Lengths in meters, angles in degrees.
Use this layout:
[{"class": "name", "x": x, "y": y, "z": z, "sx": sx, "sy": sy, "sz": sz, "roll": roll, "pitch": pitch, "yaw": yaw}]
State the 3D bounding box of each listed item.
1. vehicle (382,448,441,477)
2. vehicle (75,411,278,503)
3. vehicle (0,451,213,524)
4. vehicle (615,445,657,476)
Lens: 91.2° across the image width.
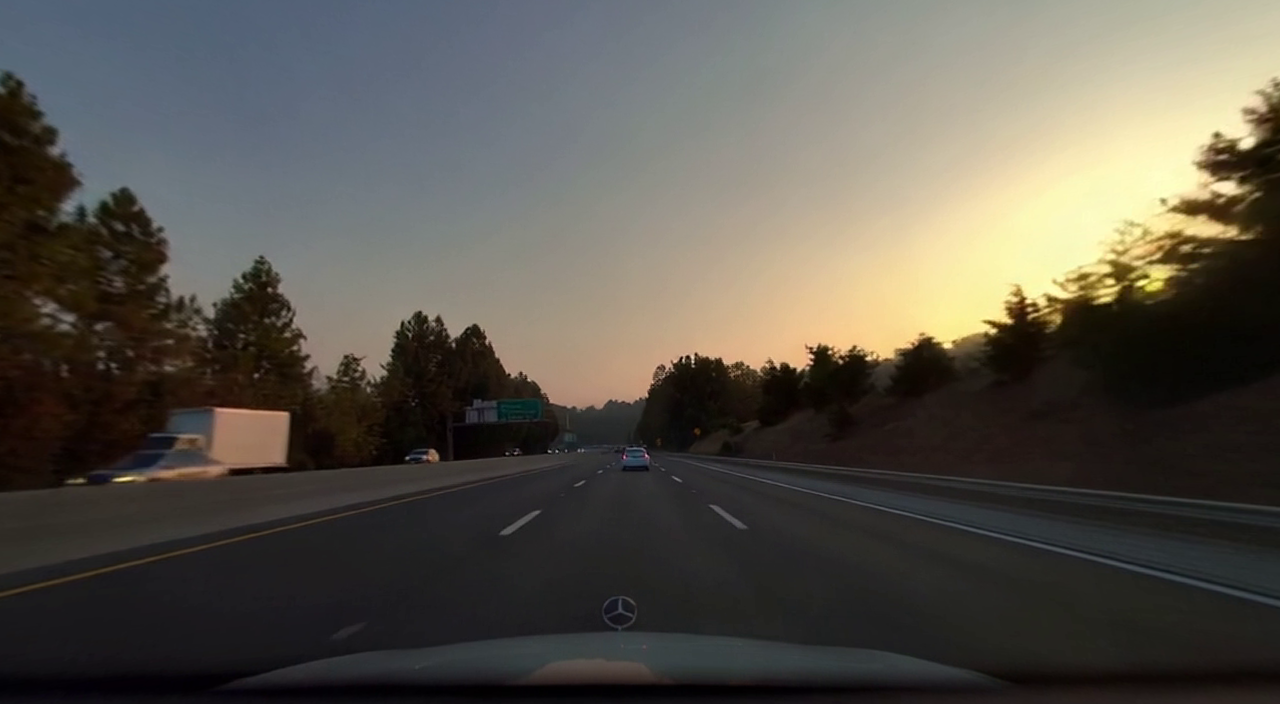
[{"class": "vehicle", "x": -13.919, "y": 6.725, "z": 38.482, "sx": 1.999, "sy": 1.634, "sz": 4.232, "roll": 0, "pitch": -9, "yaw": 0}, {"class": "vehicle", "x": -17.209, "y": 3.972, "z": 23.992, "sx": 2.645, "sy": 3.018, "sz": 6.446, "roll": -1, "pitch": -9, "yaw": 1}, {"class": "vehicle", "x": -12.757, "y": 3.191, "z": 15.313, "sx": 1.903, "sy": 1.495, "sz": 3.908, "roll": 0, "pitch": -9, "yaw": -1}, {"class": "vehicle", "x": -0.227, "y": 5.785, "z": 33.612, "sx": 2.095, "sy": 1.537, "sz": 4.017, "roll": 0, "pitch": -9, "yaw": -1}]
